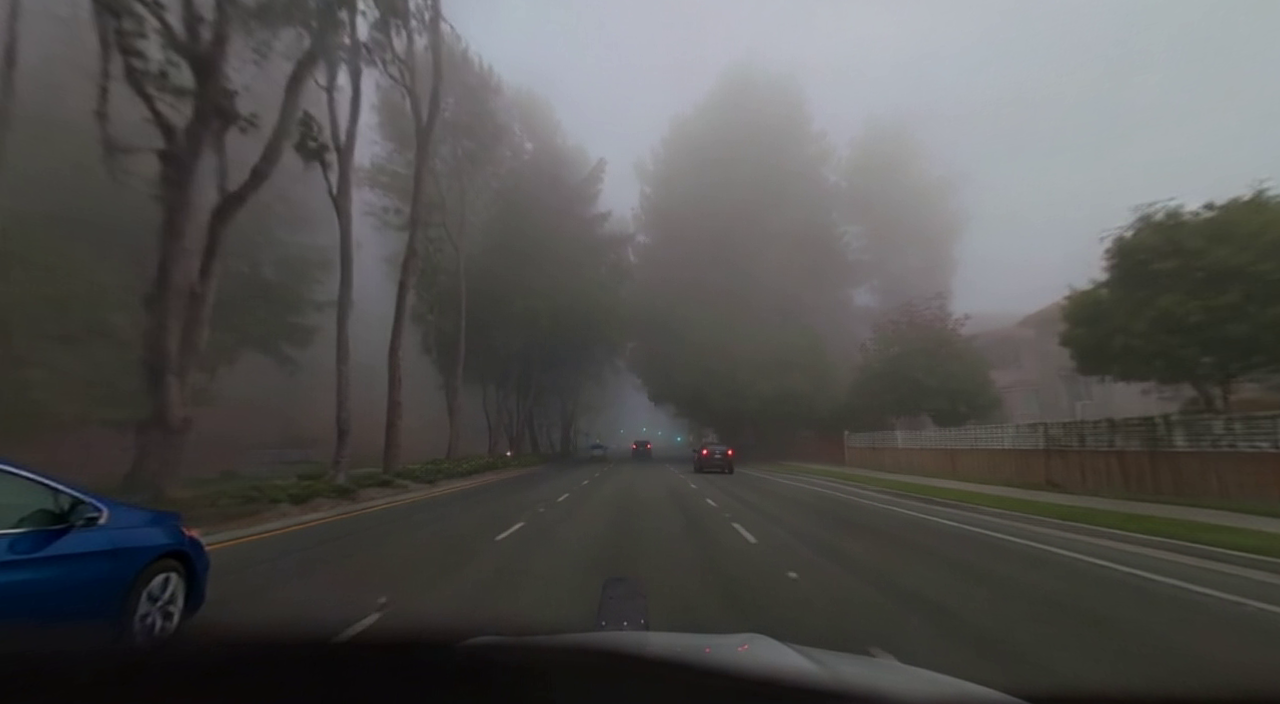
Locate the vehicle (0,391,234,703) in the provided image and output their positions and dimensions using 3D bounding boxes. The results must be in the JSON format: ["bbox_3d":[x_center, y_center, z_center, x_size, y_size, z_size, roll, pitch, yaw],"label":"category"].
[{"bbox_3d":[-3.712,0.757,1.494,2.091,1.503,4.989,0,-8,1],"label":"vehicle"}]

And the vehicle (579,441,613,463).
[{"bbox_3d":[-3.003,6.939,43.812,1.940,1.473,4.133,0,-8,1],"label":"vehicle"}]

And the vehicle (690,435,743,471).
[{"bbox_3d":[3.856,5.189,32.504,2.182,1.688,4.187,0,-8,-1],"label":"vehicle"}]
